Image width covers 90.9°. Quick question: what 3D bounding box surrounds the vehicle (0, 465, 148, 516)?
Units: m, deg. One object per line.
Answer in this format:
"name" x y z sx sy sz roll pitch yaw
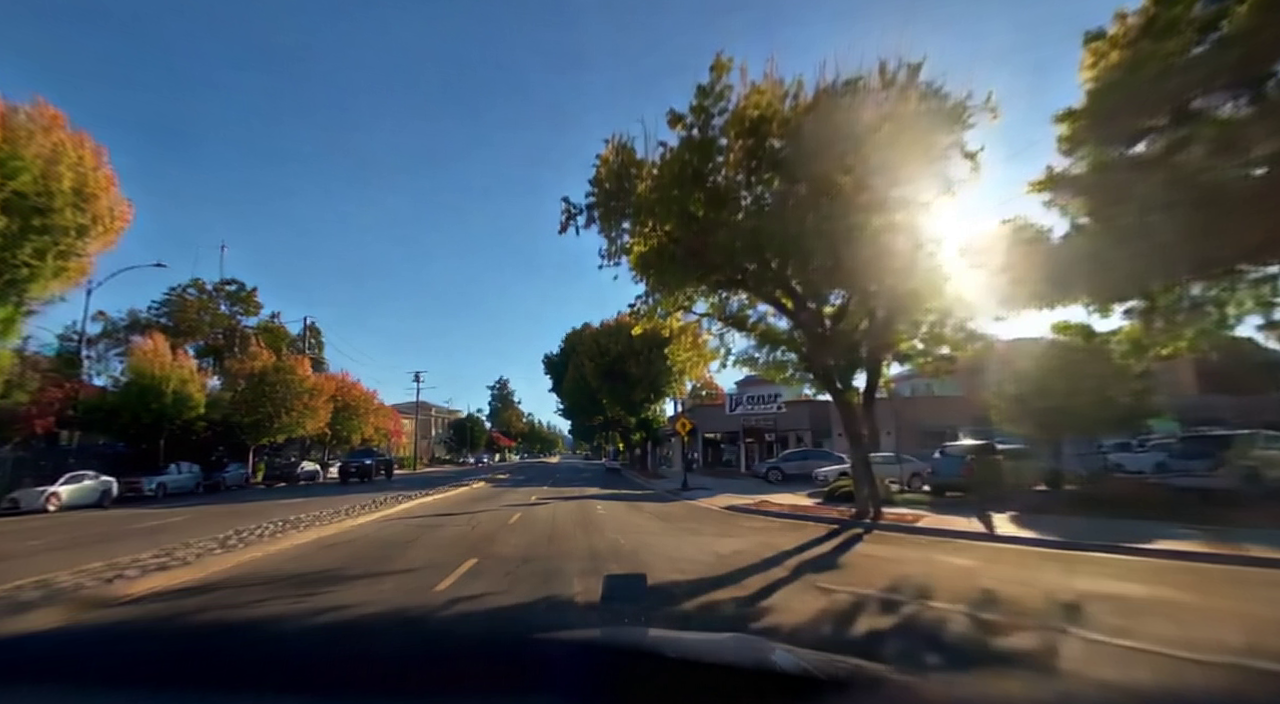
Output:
"vehicle" -20.145 4.826 22.360 1.842 1.474 4.712 1 -9 -5

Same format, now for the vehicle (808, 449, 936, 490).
"vehicle" 8.840 4.463 24.160 4.257 1.474 1.751 2 -9 -11

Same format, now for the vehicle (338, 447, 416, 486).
"vehicle" -14.569 6.360 35.360 2.228 1.976 5.857 1 -9 -5

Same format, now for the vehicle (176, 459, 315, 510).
"vehicle" -12.875 4.306 20.993 1.951 1.436 4.624 1 -9 -5

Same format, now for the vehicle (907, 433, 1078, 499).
"vehicle" 10.570 3.378 18.904 4.669 1.770 1.896 4 -10 -23

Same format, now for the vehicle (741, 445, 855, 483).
"vehicle" 7.512 5.357 30.262 4.843 1.748 1.985 1 -9 -8

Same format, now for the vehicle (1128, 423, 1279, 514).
"vehicle" 14.406 2.628 14.553 5.314 1.829 2.018 3 -9 -16
